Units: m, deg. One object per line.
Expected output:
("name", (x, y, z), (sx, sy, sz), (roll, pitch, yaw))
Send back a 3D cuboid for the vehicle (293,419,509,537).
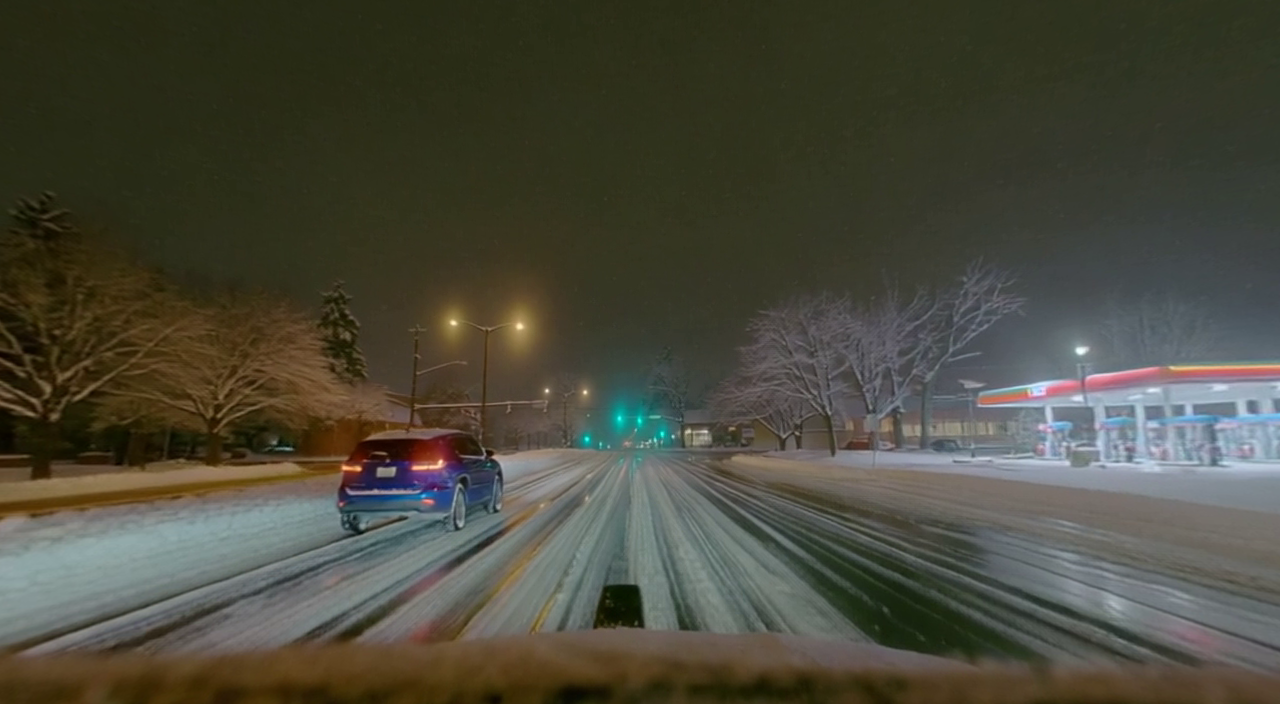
("vehicle", (-3.890, 2.139, 11.342), (2.039, 1.656, 4.710), (0, -8, 0))
